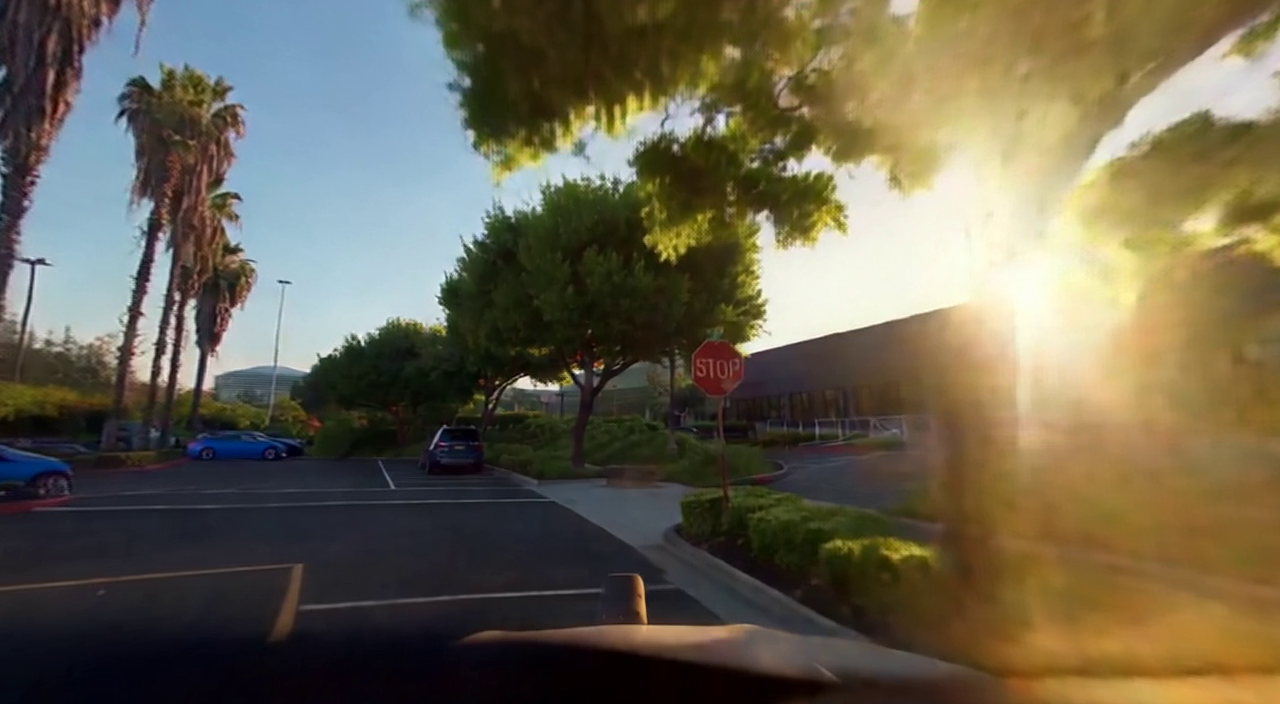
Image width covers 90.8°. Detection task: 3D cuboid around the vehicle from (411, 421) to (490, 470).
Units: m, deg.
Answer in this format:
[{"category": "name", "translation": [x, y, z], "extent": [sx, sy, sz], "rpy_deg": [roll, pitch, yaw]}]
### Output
[{"category": "vehicle", "translation": [-7.415, 3.623, 24.446], "extent": [2.071, 1.700, 4.367], "rpy_deg": [4, -10, -27]}]

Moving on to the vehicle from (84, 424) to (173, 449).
[{"category": "vehicle", "translation": [-34.443, 5.734, 42.644], "extent": [4.457, 1.552, 1.748], "rpy_deg": [7, -11, -39]}]
